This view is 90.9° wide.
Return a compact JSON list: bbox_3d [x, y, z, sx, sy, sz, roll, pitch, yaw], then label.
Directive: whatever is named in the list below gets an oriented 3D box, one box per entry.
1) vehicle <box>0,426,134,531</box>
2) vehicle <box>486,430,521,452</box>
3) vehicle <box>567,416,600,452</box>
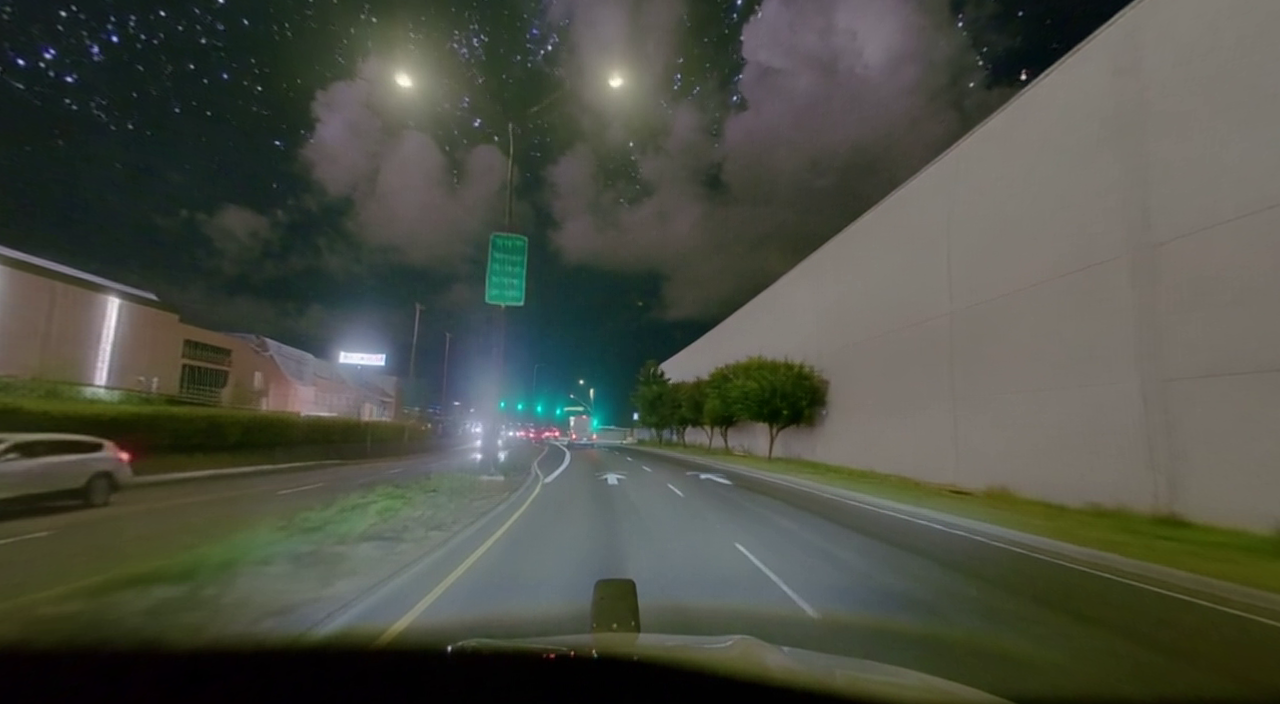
[{"bbox_3d":[-10.297,1.900,9.618,1.897,1.515,3.986,0,-8,-2],"label":"vehicle"},{"bbox_3d":[-10.397,6.842,48.311,2.120,1.610,3.917,1,-8,-5],"label":"vehicle"},{"bbox_3d":[-4.527,6.496,49.815,2.276,2.706,5.232,1,-8,-8],"label":"vehicle"}]
